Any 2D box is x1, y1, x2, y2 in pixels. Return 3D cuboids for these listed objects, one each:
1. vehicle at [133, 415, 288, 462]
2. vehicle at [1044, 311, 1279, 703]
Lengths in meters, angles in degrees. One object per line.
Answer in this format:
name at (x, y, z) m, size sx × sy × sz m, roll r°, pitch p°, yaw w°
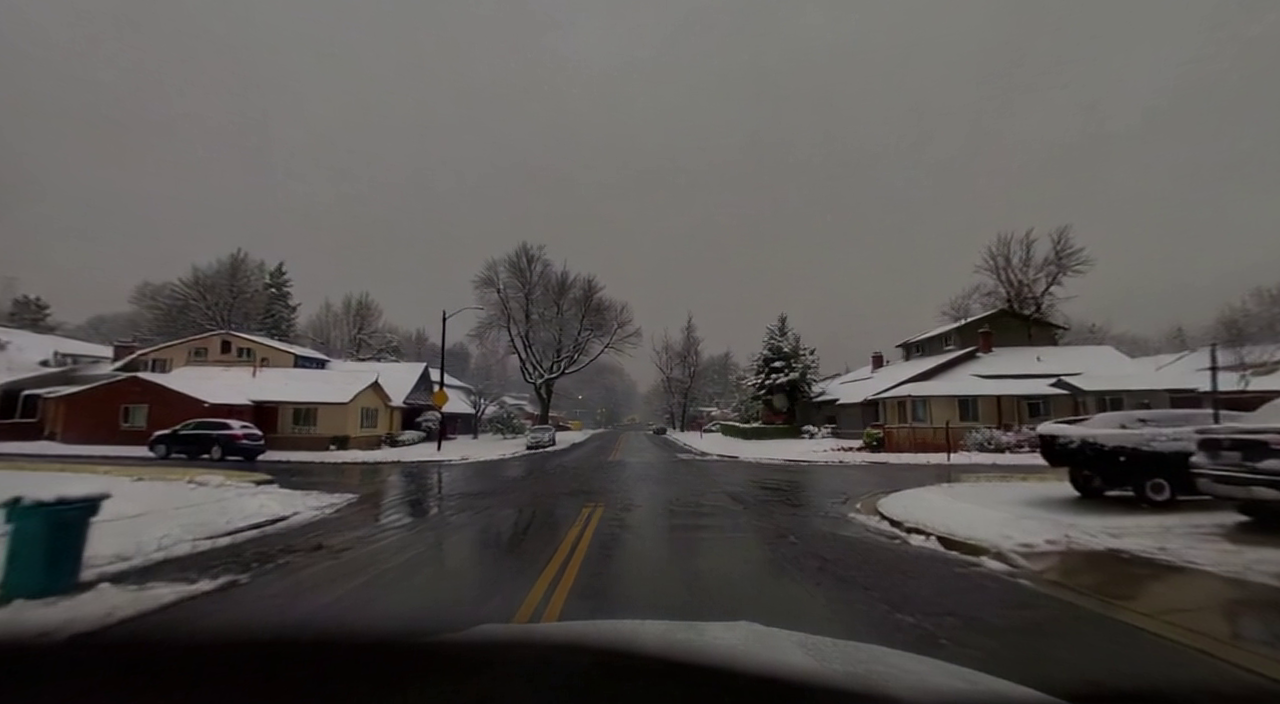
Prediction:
vehicle at (-17.357, 3.554, 25.710) m, size 4.722 × 1.730 × 2.109 m, roll 0°, pitch -11°, yaw 2°
vehicle at (3.026, 0.521, 0.319) m, size 2.074 × 1.646 × 5.457 m, roll 2°, pitch -7°, yaw 0°
